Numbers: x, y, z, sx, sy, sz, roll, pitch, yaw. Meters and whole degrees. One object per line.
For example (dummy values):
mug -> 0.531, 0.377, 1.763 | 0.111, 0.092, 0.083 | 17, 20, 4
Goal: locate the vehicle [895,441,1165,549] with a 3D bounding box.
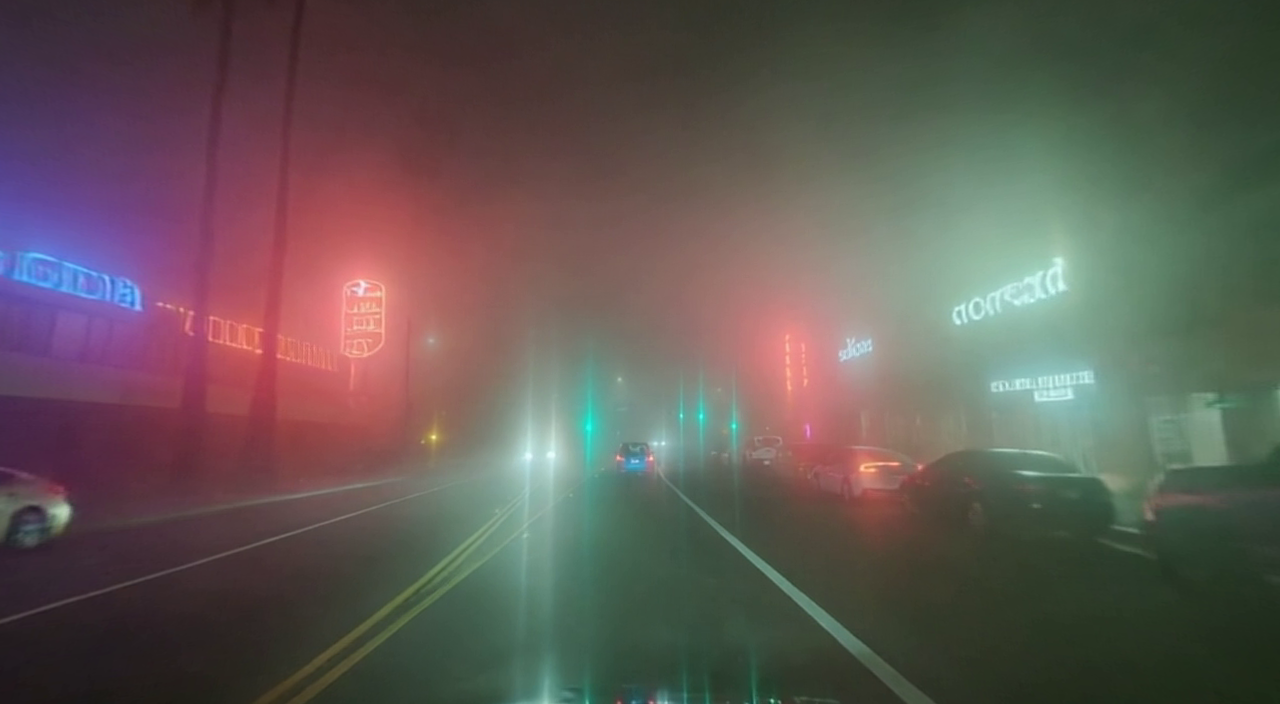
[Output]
vehicle -> 6.340, 2.324, 11.052 | 1.810, 1.472, 4.422 | 0, -8, -1

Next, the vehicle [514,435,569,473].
vehicle -> -5.028, 5.278, 32.868 | 2.188, 1.797, 4.358 | 0, -9, 0

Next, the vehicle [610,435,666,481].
vehicle -> -0.100, 4.277, 25.725 | 2.063, 1.664, 4.471 | 0, -8, -1

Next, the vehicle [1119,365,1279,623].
vehicle -> 6.340, 0.955, 3.800 | 2.257, 2.074, 5.857 | 0, -9, 0

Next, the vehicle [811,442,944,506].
vehicle -> 6.214, 3.218, 17.164 | 1.885, 1.506, 4.302 | 0, -9, -1

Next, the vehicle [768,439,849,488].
vehicle -> 6.044, 4.029, 23.127 | 1.747, 1.619, 4.157 | 0, -9, -1
